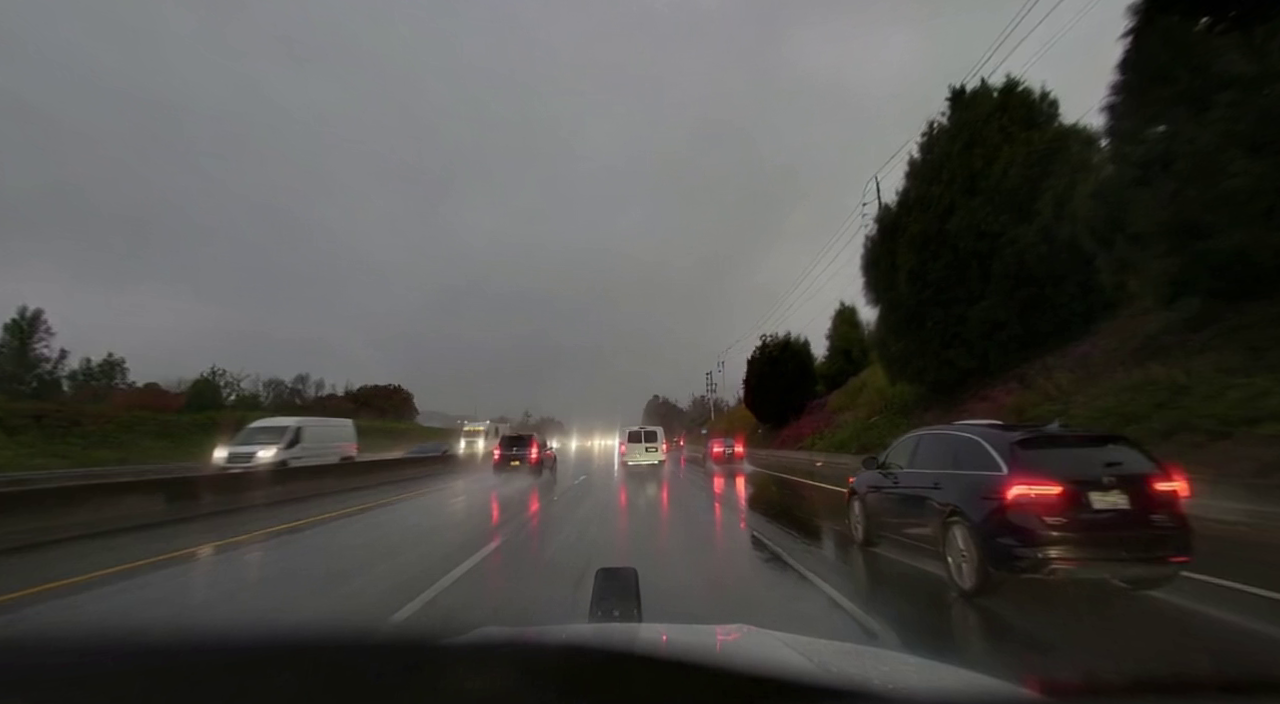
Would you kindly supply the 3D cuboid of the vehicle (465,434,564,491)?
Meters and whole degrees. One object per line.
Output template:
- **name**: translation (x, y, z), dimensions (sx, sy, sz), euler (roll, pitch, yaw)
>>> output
- **vehicle**: translation (-3.687, 3.308, 19.431), dimensions (2.093, 1.517, 4.648), euler (0, -8, 0)

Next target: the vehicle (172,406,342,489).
- **vehicle**: translation (-15.139, 3.829, 25.723), dimensions (2.553, 2.909, 7.010), euler (0, -8, 0)

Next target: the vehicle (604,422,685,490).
- **vehicle**: translation (0.078, 3.079, 19.035), dimensions (2.159, 1.811, 4.238), euler (0, -8, -1)

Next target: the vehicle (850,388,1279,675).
- **vehicle**: translation (3.483, 1.262, 5.468), dimensions (2.038, 1.621, 3.622), euler (0, -8, 0)

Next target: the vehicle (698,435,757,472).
- **vehicle**: translation (3.902, 4.587, 28.900), dimensions (1.923, 1.562, 4.691), euler (0, -8, -2)
